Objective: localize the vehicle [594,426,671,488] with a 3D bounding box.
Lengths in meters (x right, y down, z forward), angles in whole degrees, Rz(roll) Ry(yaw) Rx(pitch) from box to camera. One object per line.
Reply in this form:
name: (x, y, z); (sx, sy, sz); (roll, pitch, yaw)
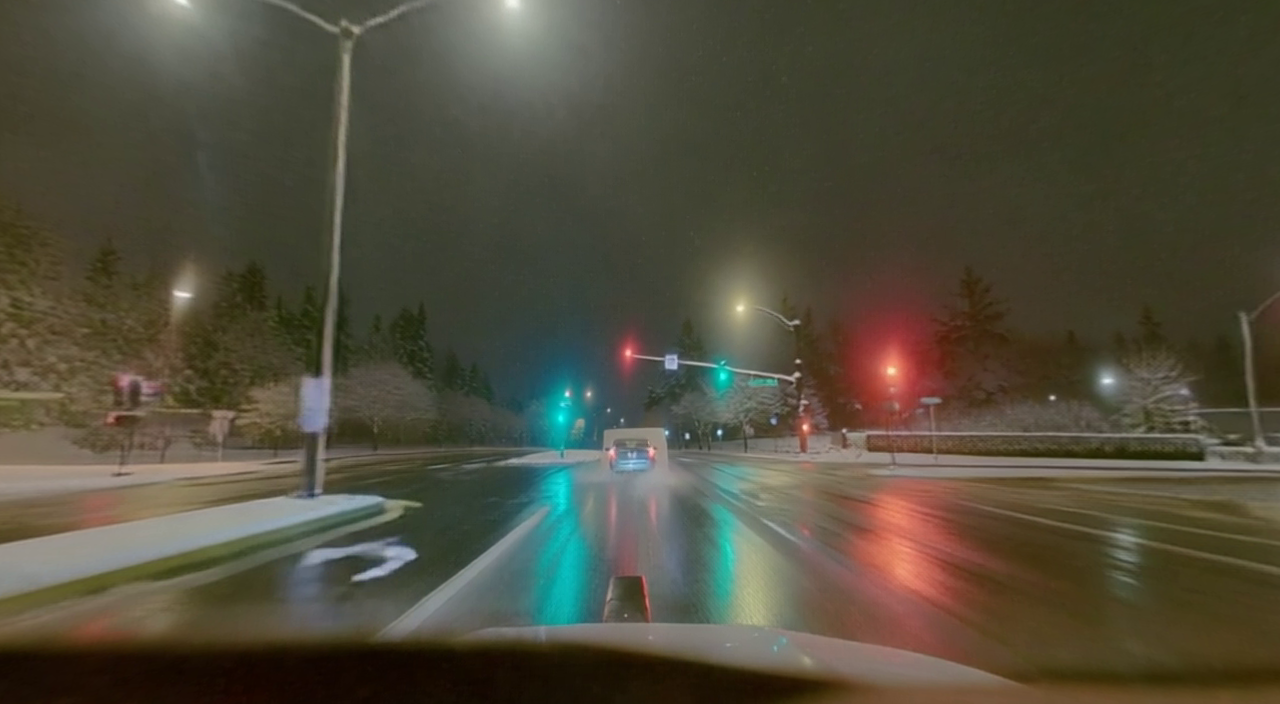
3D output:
vehicle: (-0.215, 3.300, 19.997); (2.192, 1.734, 4.176); (0, -8, 0)
